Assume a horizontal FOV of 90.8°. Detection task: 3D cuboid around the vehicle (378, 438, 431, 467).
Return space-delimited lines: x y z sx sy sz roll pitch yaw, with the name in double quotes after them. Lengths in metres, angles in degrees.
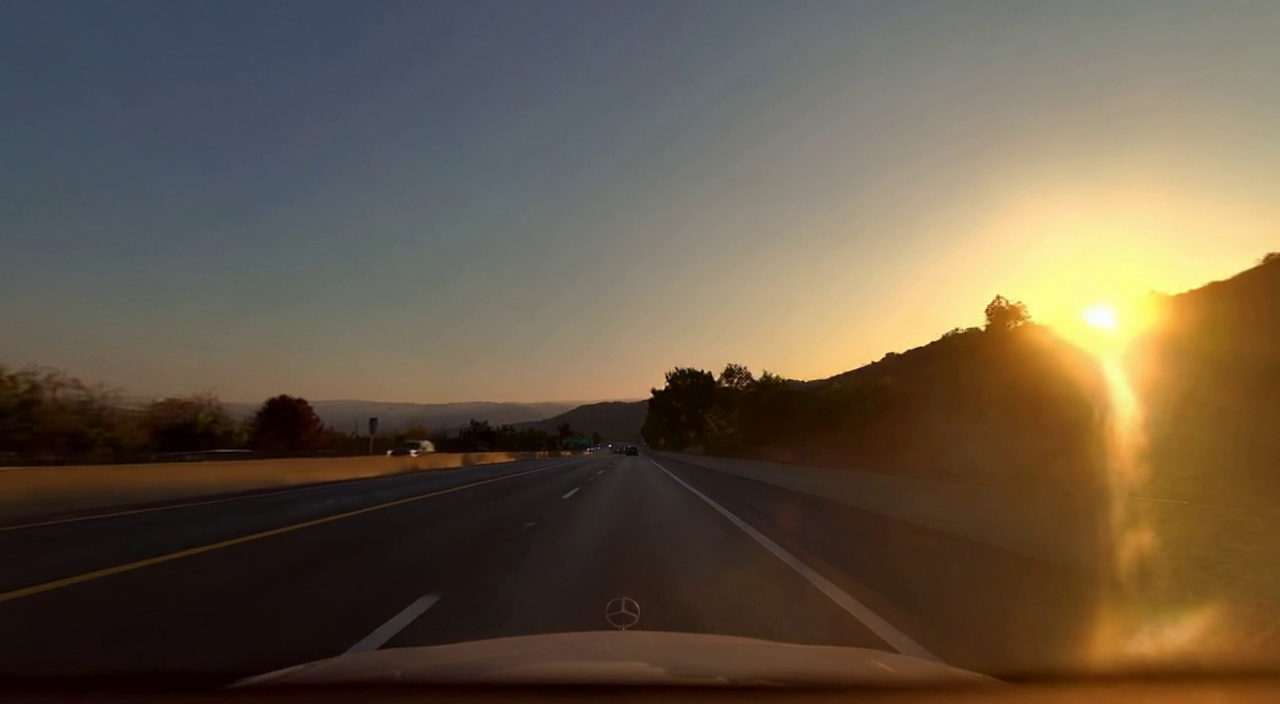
-17.286 7.409 46.621 2.067 1.980 4.741 0 -9 0 "vehicle"
